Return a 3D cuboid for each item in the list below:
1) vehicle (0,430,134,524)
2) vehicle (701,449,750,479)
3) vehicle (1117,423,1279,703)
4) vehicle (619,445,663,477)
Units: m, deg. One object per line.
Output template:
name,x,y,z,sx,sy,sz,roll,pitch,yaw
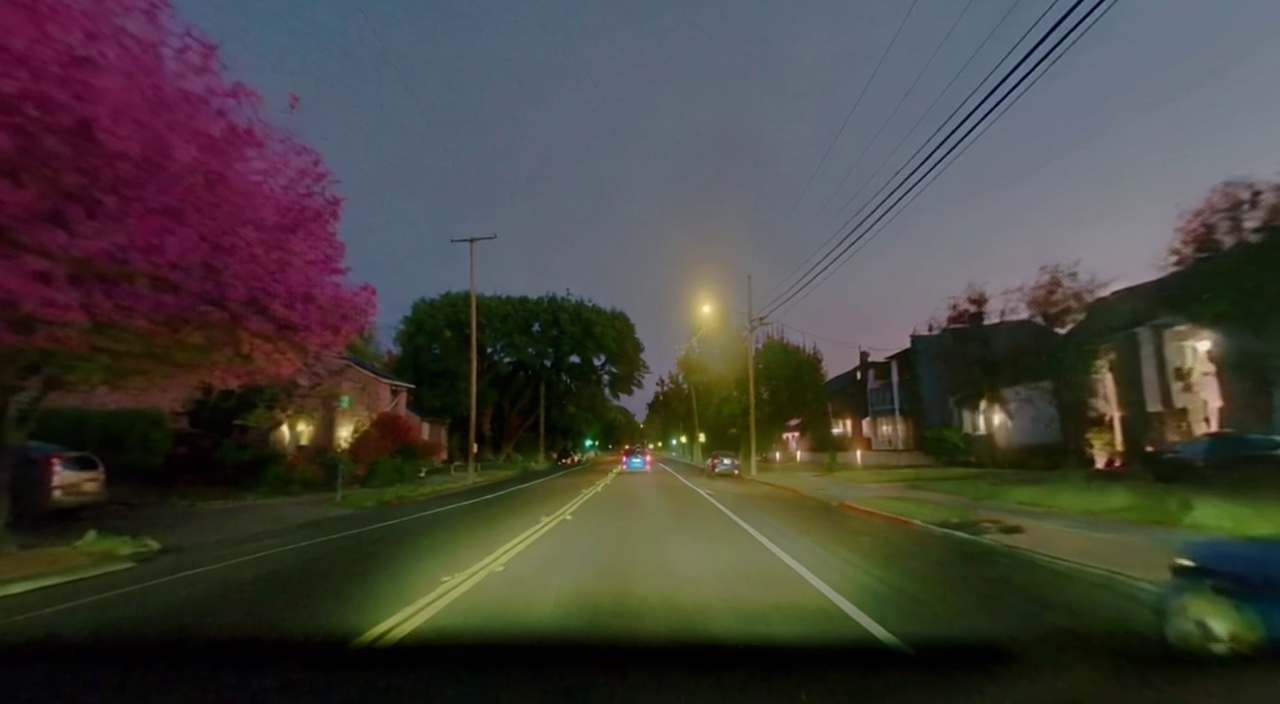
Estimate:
vehicle,-15.636,2.952,14.329,6.278,1.911,2.173,-3,-10,0
vehicle,4.620,6.133,34.766,1.977,1.481,5.155,0,-9,0
vehicle,4.056,0.951,1.899,1.899,1.547,4.259,0,-9,1
vehicle,0.027,5.518,32.101,2.104,1.500,3.815,0,-9,0
